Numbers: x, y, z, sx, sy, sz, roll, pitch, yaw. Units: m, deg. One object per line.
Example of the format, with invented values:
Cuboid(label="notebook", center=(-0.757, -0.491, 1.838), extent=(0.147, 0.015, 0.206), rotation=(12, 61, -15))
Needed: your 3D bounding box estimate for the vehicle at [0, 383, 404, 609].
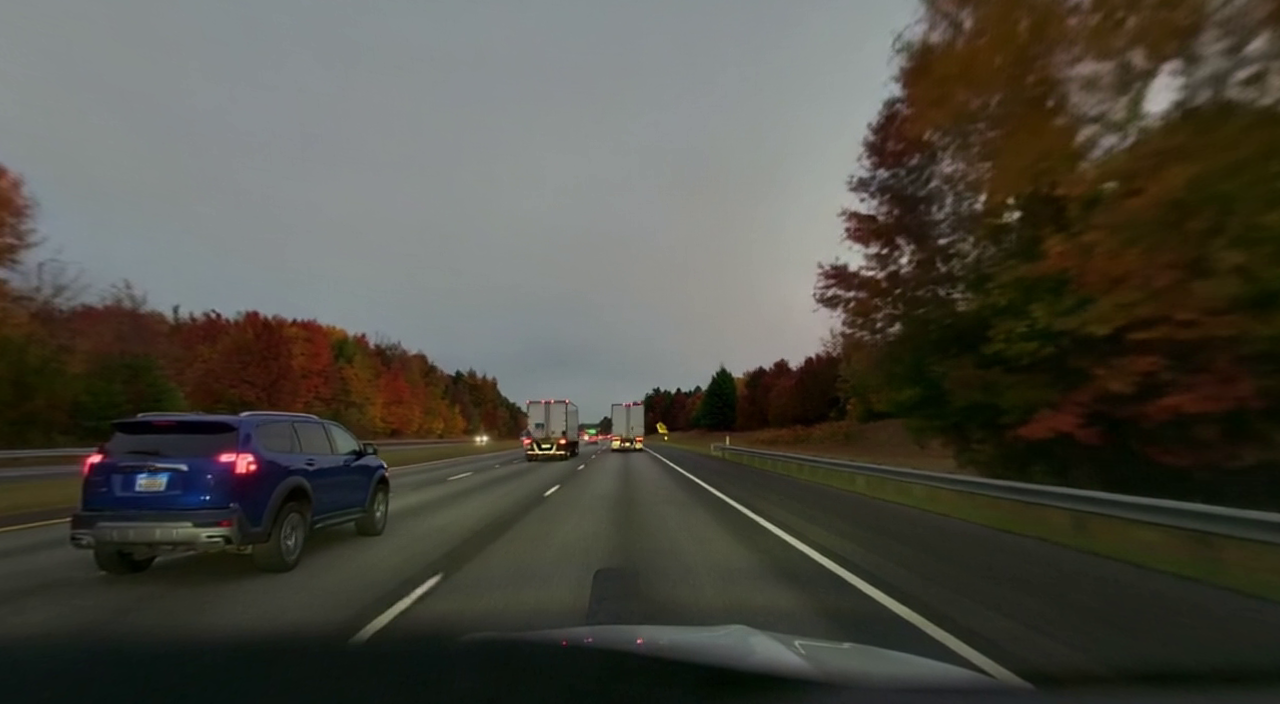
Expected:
Cuboid(label="vehicle", center=(-4.515, 1.364, 6.967), extent=(2.089, 1.669, 4.515), rotation=(0, -8, -1))

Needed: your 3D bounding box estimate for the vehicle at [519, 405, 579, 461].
Cuboid(label="vehicle", center=(-4.765, 4.376, 33.957), extent=(2.383, 2.726, 5.677), rotation=(0, -8, 0))
